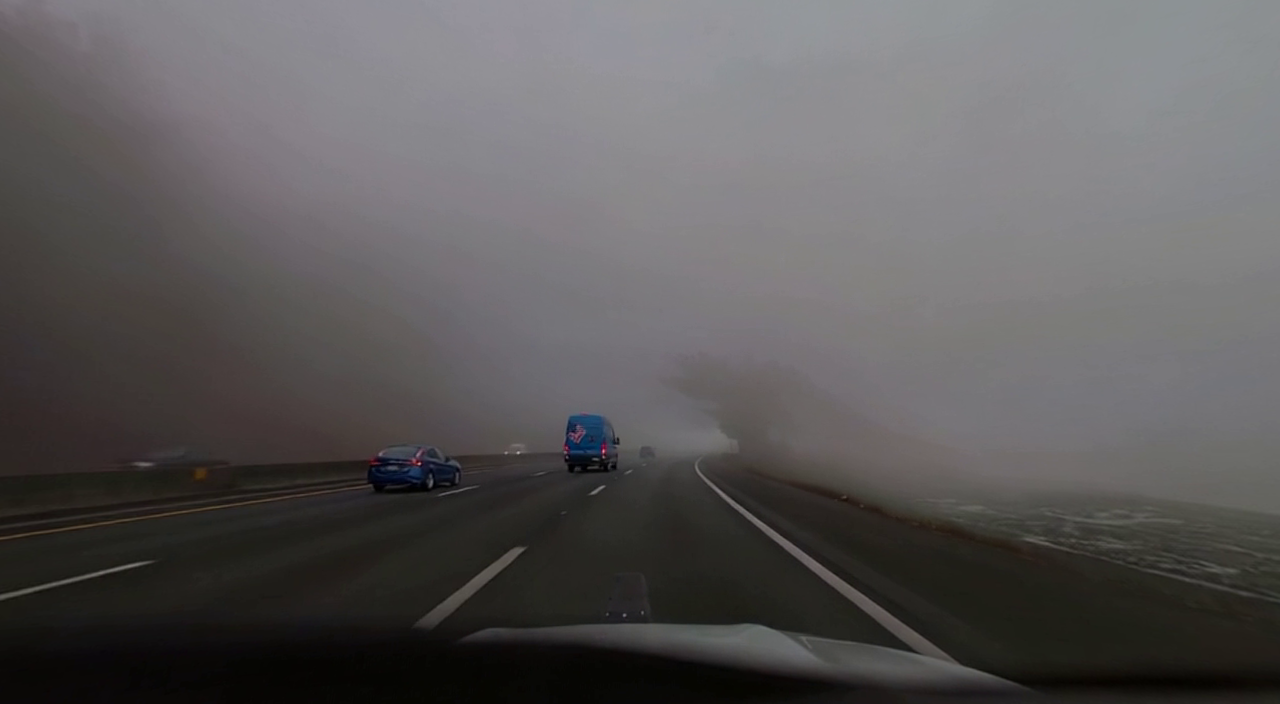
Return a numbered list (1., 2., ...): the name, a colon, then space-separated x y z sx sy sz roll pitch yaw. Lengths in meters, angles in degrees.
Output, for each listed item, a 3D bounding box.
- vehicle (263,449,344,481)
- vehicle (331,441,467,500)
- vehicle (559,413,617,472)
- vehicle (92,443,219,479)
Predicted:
1. vehicle: -16.332 5.485 30.831 1.838 1.427 3.727 0 -8 2
2. vehicle: -6.588 3.266 17.871 1.947 1.438 4.440 0 -8 2
3. vehicle: -2.654 4.868 33.987 2.319 2.883 5.632 0 -8 4
4. vehicle: -24.056 5.414 31.645 1.999 1.620 5.320 0 -8 3
